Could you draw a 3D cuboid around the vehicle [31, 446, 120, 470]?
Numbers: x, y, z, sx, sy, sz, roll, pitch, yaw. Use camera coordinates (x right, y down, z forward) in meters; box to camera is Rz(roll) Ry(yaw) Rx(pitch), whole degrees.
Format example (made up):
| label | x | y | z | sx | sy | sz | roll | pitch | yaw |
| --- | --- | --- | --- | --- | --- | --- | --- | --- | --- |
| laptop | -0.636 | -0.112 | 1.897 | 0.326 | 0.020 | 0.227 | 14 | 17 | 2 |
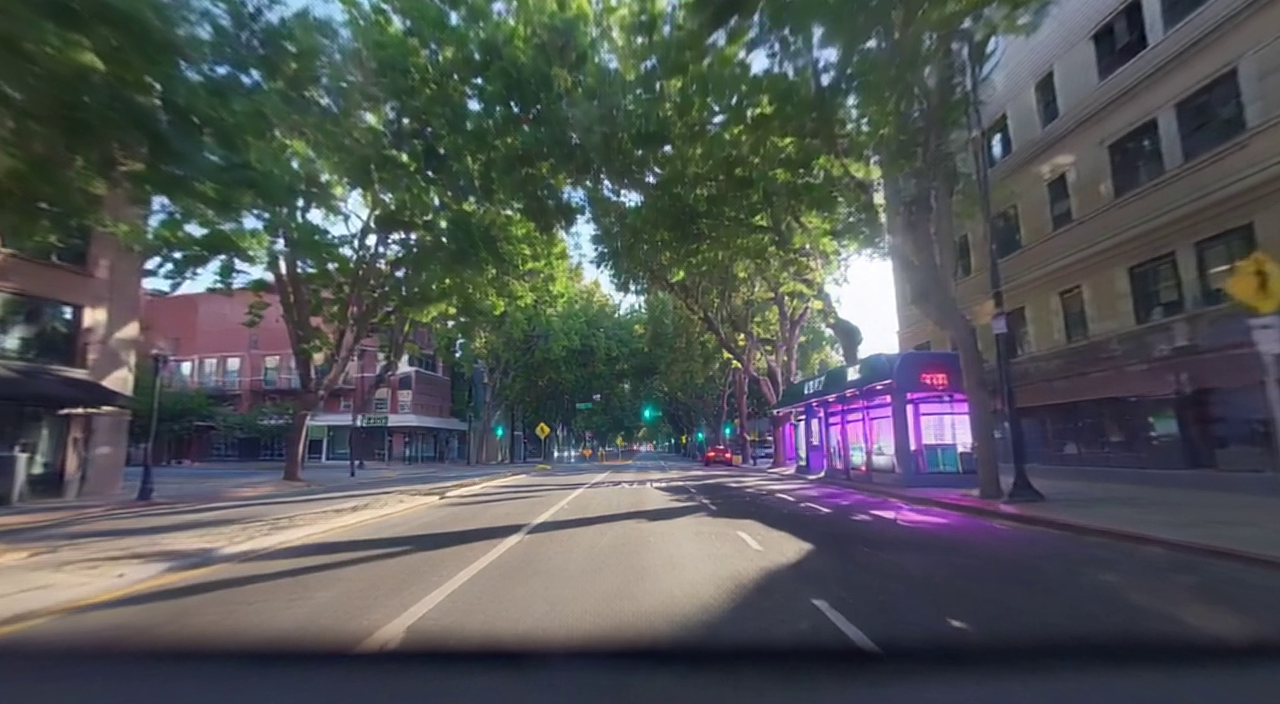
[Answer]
| label | x | y | z | sx | sy | sz | roll | pitch | yaw |
| --- | --- | --- | --- | --- | --- | --- | --- | --- | --- |
| vehicle | -44.167 | 8.290 | 49.415 | 4.973 | 1.790 | 1.987 | 0 | -8 | -1 |
